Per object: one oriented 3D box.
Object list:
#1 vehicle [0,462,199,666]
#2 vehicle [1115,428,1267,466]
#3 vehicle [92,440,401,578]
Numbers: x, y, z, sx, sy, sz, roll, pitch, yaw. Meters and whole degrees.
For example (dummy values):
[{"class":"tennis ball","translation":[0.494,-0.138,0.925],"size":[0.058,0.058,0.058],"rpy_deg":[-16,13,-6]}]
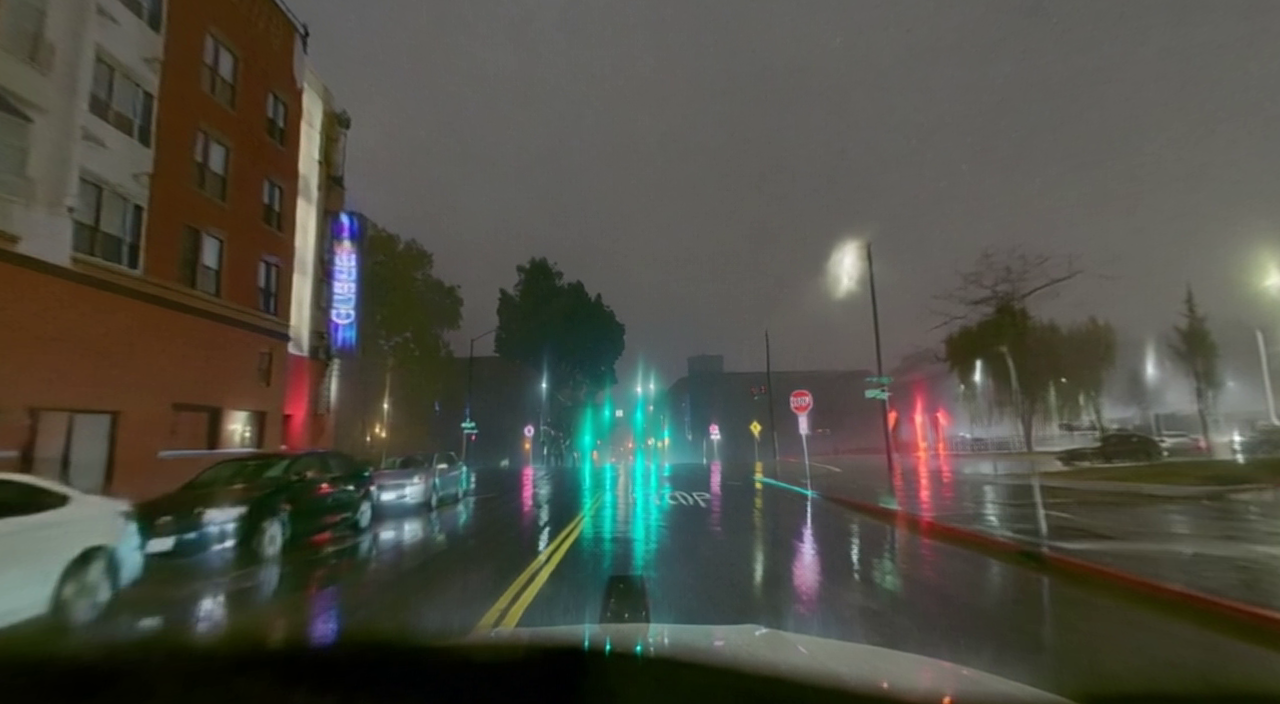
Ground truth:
[{"class":"vehicle","translation":[-5.710,1.528,4.285],"size":[2.131,1.407,4.547],"rpy_deg":[0,-8,0]},{"class":"vehicle","translation":[22.378,3.878,25.726],"size":[4.347,1.476,1.926],"rpy_deg":[0,-9,0]},{"class":"vehicle","translation":[-5.606,2.229,9.908],"size":[1.901,1.631,4.570],"rpy_deg":[0,-8,0]}]
